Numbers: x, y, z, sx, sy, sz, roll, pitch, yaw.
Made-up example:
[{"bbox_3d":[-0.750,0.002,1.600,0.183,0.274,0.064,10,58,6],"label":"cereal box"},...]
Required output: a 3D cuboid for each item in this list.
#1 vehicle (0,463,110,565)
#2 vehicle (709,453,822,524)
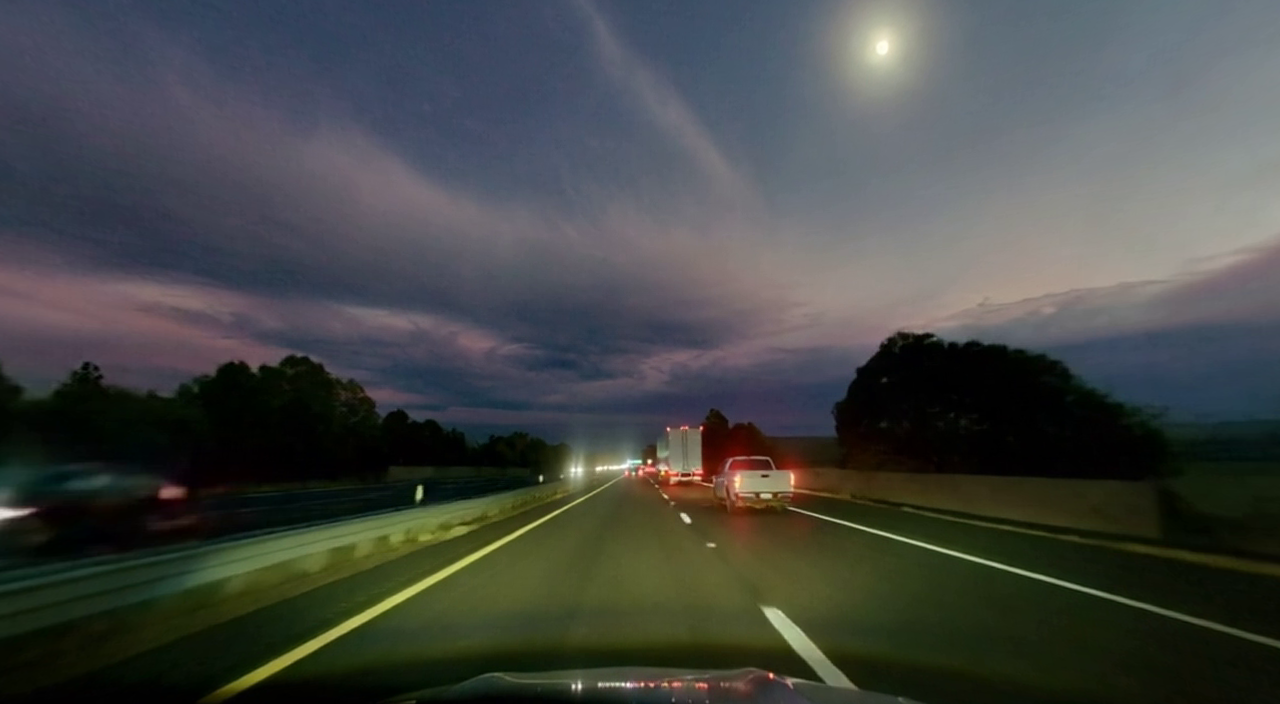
[{"bbox_3d":[-10.316,2.306,8.944,2.015,1.457,3.979,1,-10,0],"label":"vehicle"},{"bbox_3d":[3.297,3.752,17.678,2.124,1.662,4.641,1,-10,-1],"label":"vehicle"}]
